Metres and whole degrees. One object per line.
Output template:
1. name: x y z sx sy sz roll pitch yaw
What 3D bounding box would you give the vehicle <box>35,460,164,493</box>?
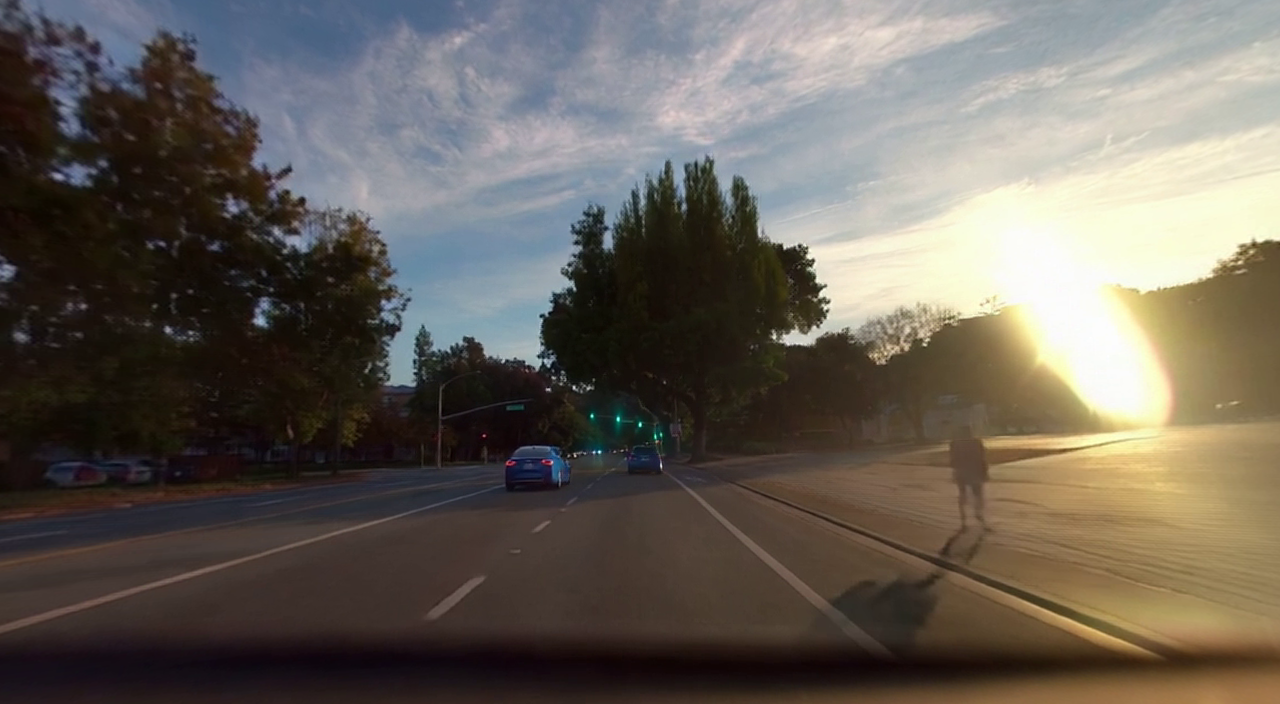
1. vehicle: -25.345 5.834 29.651 4.182 1.444 1.884 1 -8 -5

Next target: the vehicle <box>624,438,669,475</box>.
1. vehicle: 0.271 5.474 33.173 2.215 1.799 4.426 0 -8 -1

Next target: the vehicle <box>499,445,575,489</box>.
1. vehicle: -3.612 4.113 22.934 2.036 1.447 4.044 0 -8 1
